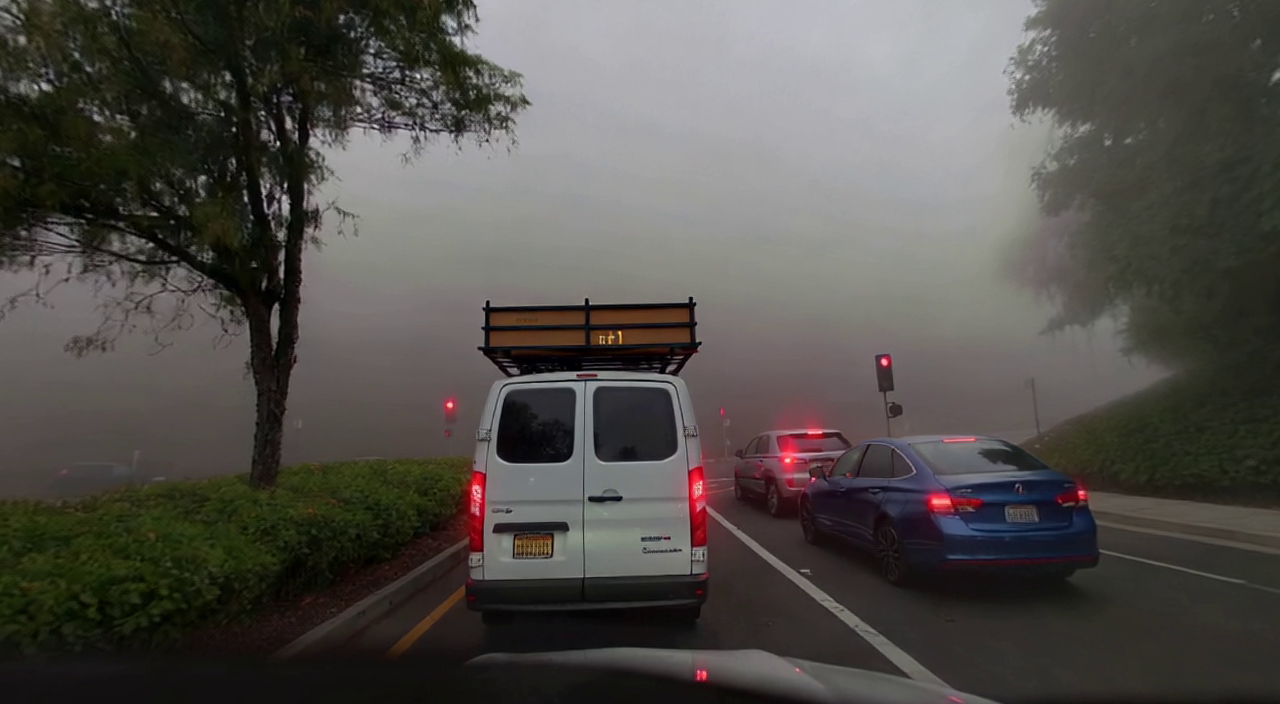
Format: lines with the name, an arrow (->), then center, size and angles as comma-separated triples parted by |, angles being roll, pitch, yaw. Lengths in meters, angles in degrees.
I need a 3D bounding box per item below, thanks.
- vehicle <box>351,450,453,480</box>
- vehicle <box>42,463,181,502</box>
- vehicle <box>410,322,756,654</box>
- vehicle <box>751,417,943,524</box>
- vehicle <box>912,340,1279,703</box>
vehicle -> -12.560, 5.945, 33.425 | 4.708, 1.474, 1.871 | 5, -10, -30
vehicle -> -24.267, 5.982, 29.174 | 4.501, 1.613, 1.852 | 1, -9, -8
vehicle -> -0.360, 1.154, 6.197 | 2.145, 2.089, 4.309 | 0, -9, 0
vehicle -> 3.703, 2.214, 12.287 | 2.024, 1.692, 4.252 | 1, -9, -4
vehicle -> 3.464, 0.936, 3.413 | 1.965, 1.671, 4.146 | 0, -9, -3
